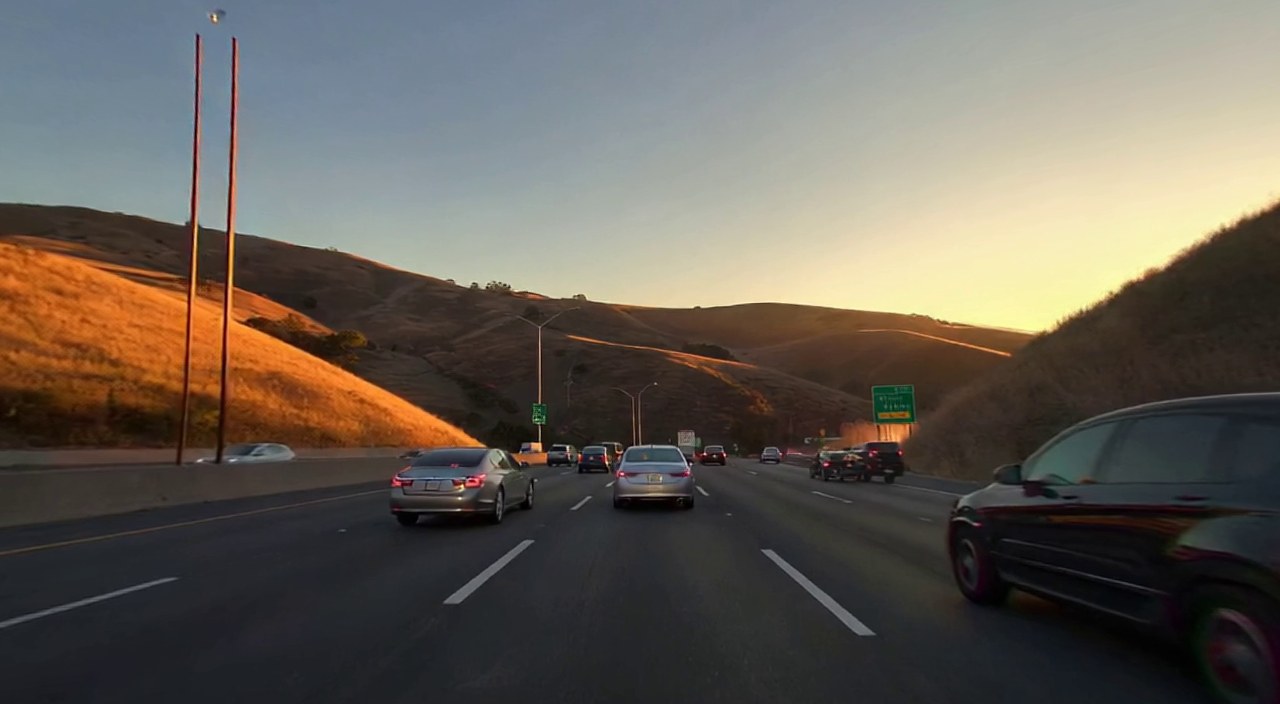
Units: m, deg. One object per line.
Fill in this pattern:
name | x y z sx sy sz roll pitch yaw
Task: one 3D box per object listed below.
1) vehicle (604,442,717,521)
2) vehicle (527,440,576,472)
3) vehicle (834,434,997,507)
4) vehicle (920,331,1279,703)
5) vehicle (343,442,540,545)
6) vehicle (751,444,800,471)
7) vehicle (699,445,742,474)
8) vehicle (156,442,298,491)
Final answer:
vehicle | 0.392 2.677 13.611 2.072 1.431 3.904 0 -8 1
vehicle | -5.648 6.705 40.833 2.163 1.899 4.805 -1 -9 4
vehicle | 6.839 2.988 16.394 2.032 1.580 4.928 0 -9 0
vehicle | 3.377 0.865 2.888 2.083 1.693 4.740 -1 -9 1
vehicle | -3.198 2.352 11.260 2.017 1.446 4.384 0 -8 1
vehicle | 8.197 6.390 38.582 2.097 1.515 4.593 -1 -8 2
vehicle | 4.466 6.023 35.687 1.966 1.490 4.410 -1 -8 2
vehicle | -16.465 4.564 25.575 2.126 1.757 5.178 -1 -9 2
